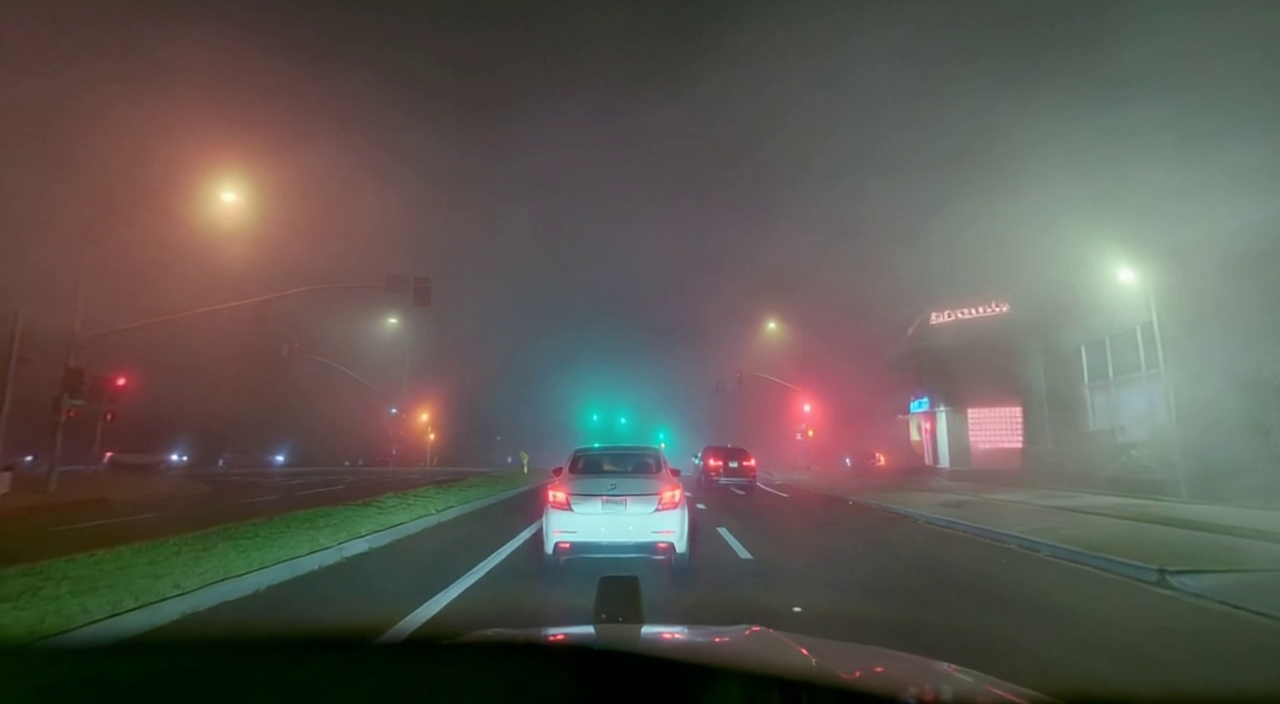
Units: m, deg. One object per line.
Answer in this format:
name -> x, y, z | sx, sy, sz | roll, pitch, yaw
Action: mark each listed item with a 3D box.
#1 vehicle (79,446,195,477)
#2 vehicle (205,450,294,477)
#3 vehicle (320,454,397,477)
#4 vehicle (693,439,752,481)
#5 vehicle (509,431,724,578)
vehicle -> -29.822, 6.487, 37.601 | 4.877, 1.754, 1.978 | 2, -9, -11
vehicle -> -25.996, 7.403, 42.225 | 4.575, 1.718, 2.008 | 2, -9, -12
vehicle -> -19.385, 7.827, 43.753 | 4.548, 1.449, 1.802 | 2, -9, -13
vehicle -> 3.864, 5.162, 30.493 | 2.092, 1.851, 4.913 | 0, -9, -1
vehicle -> -0.227, 1.872, 8.603 | 2.173, 1.479, 4.264 | 0, -9, 0
